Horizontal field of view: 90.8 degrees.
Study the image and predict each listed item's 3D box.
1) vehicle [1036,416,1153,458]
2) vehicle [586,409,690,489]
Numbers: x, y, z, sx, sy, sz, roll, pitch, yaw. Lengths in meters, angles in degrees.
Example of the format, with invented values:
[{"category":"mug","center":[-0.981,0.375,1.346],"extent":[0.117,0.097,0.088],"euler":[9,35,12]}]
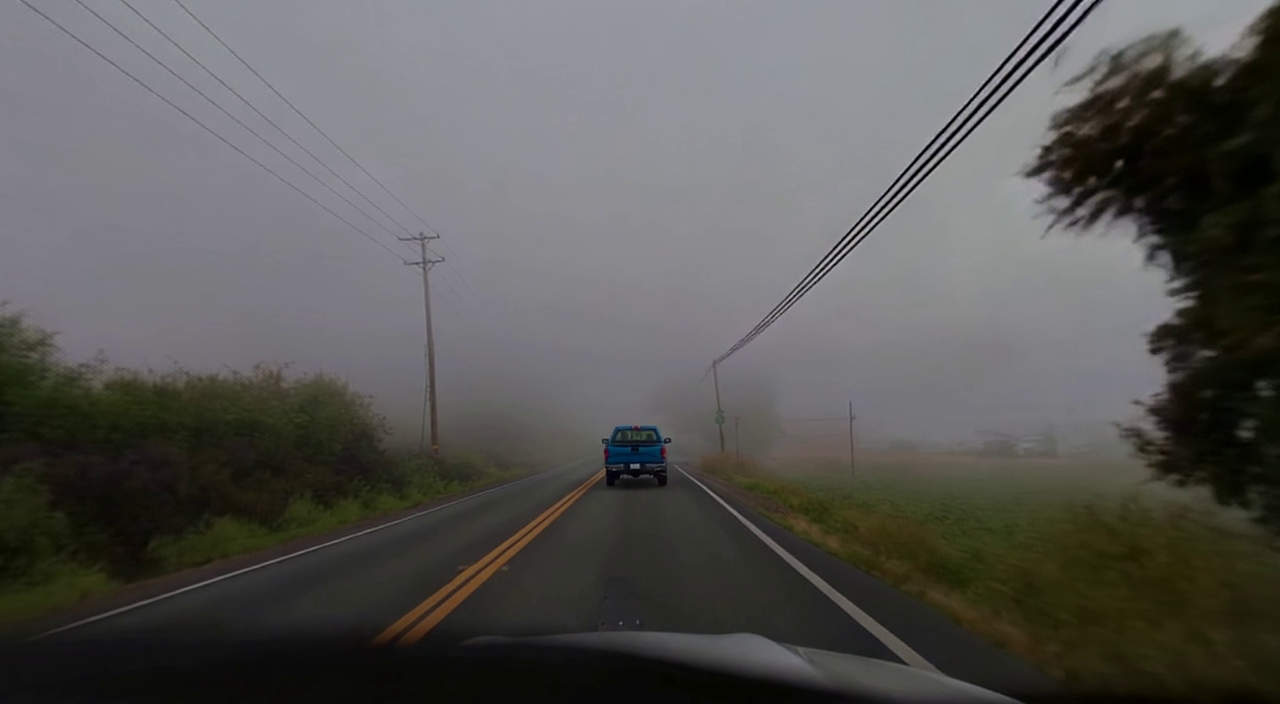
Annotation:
[{"category":"vehicle","center":[33.692,6.372,47.142],"extent":[2.581,2.932,6.340],"euler":[4,-9,-27]},{"category":"vehicle","center":[-0.105,3.383,22.184],"extent":[3.021,2.326,7.410],"euler":[0,-9,-1]}]
